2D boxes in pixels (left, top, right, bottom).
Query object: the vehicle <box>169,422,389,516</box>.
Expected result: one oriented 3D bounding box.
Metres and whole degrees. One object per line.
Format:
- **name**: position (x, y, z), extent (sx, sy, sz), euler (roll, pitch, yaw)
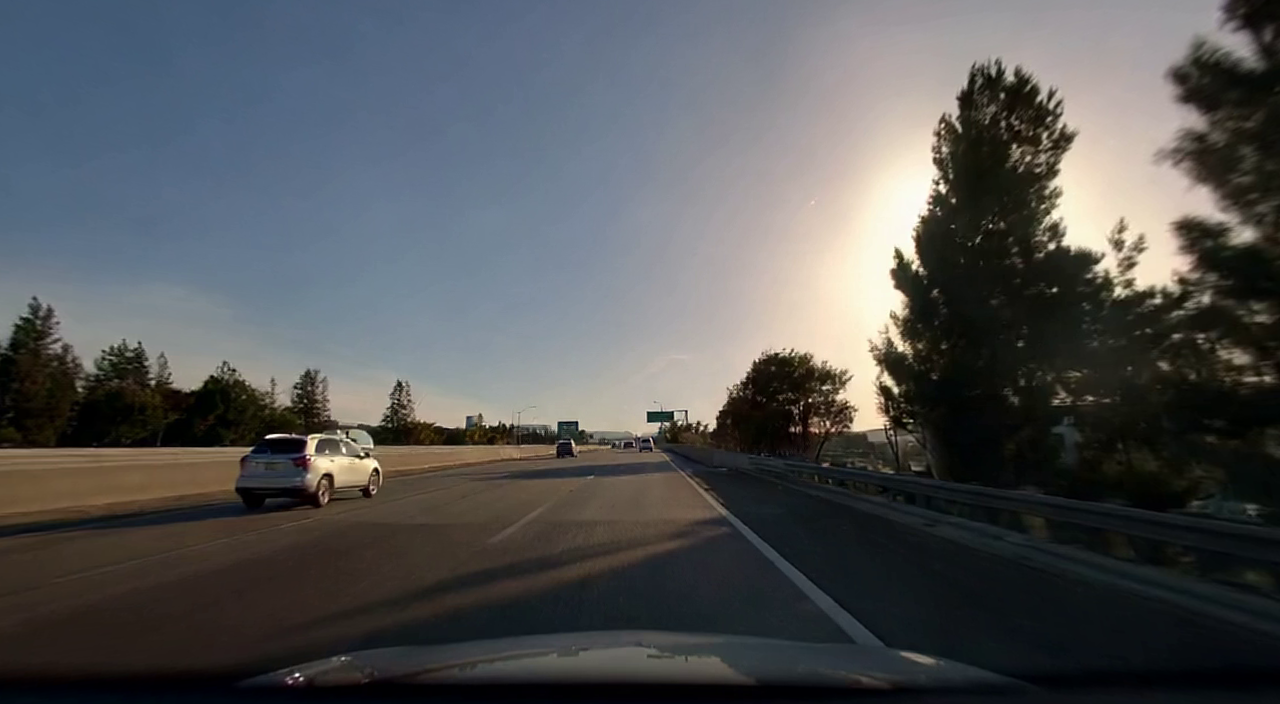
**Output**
- **vehicle**: position (-7.379, 2.425, 13.587), extent (2.088, 1.678, 4.426), euler (0, -8, 0)
